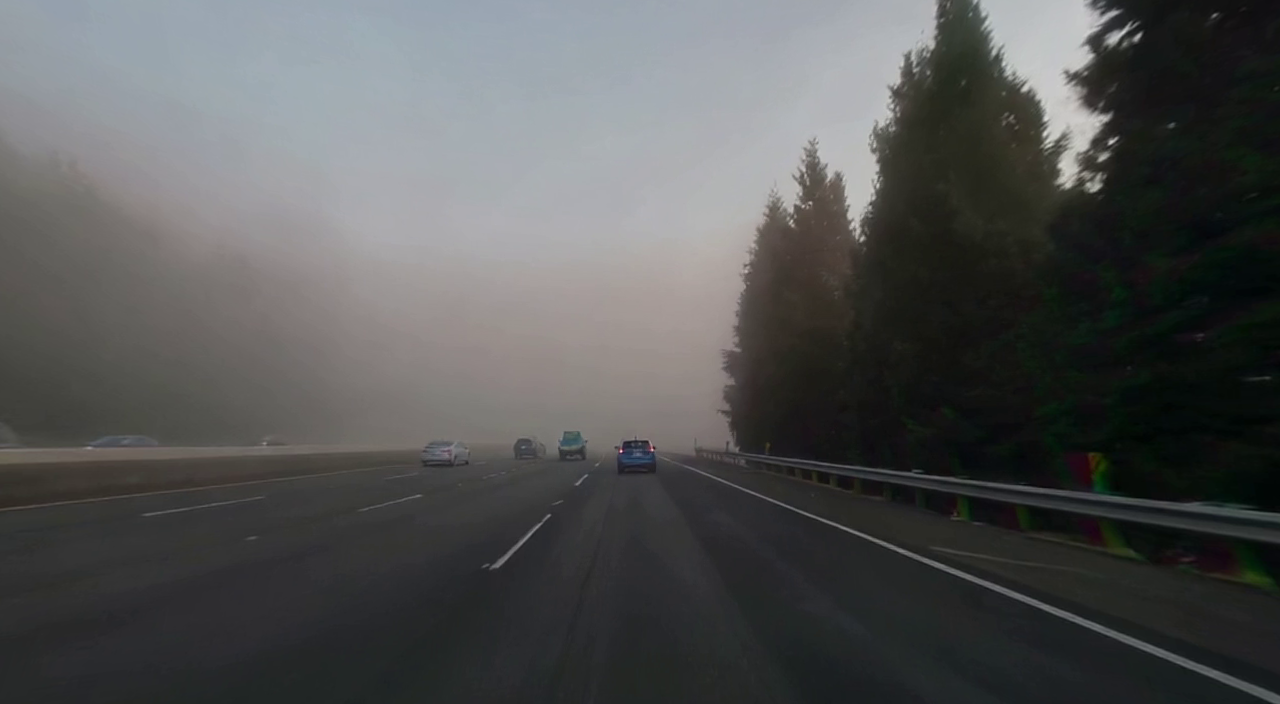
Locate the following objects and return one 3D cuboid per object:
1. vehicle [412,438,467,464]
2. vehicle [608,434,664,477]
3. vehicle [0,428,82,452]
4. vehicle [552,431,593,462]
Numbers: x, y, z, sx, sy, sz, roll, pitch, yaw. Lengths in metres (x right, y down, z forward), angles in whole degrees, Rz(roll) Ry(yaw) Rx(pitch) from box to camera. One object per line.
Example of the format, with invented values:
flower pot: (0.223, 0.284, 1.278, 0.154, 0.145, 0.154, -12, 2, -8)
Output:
vehicle: (-11.731, 5.825, 37.042, 1.844, 1.446, 4.395, 0, -8, -1)
vehicle: (-0.191, 3.843, 23.606, 1.954, 1.460, 3.983, 0, -8, -2)
vehicle: (-39.008, 5.695, 40.645, 1.775, 1.467, 4.357, 0, -8, -1)
vehicle: (-4.006, 5.712, 38.002, 2.174, 1.806, 3.932, 0, -8, -2)
